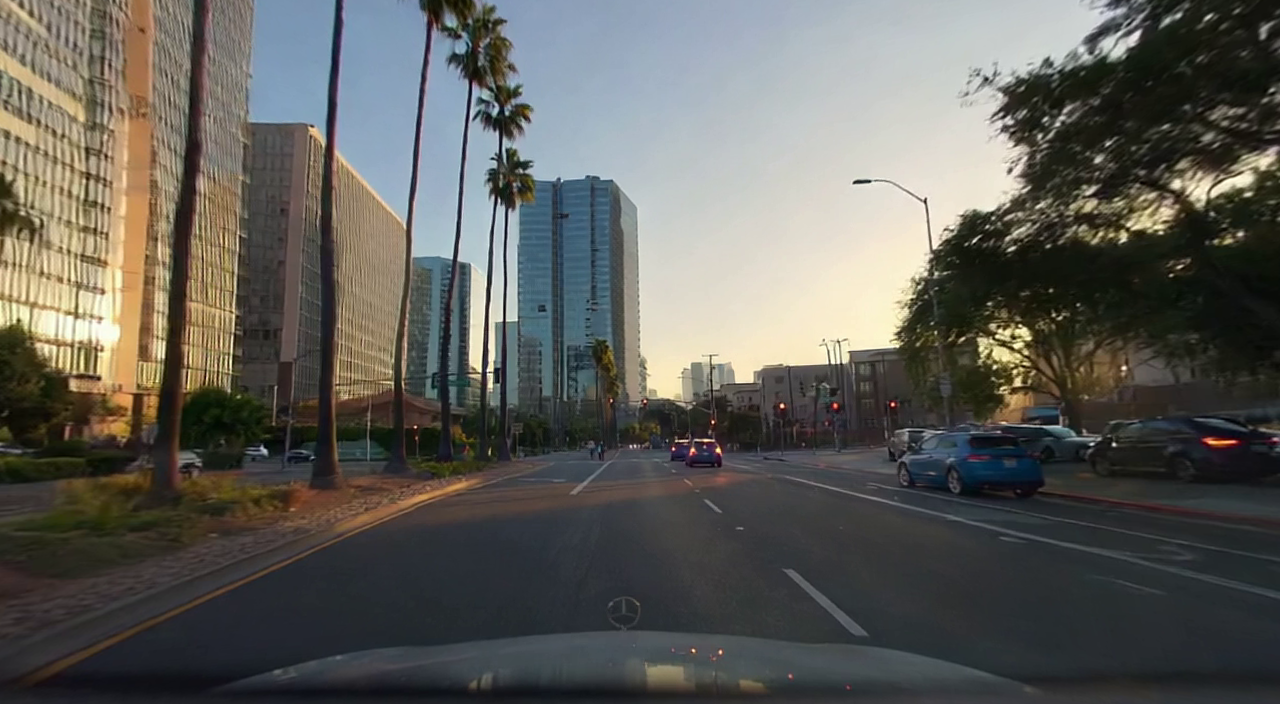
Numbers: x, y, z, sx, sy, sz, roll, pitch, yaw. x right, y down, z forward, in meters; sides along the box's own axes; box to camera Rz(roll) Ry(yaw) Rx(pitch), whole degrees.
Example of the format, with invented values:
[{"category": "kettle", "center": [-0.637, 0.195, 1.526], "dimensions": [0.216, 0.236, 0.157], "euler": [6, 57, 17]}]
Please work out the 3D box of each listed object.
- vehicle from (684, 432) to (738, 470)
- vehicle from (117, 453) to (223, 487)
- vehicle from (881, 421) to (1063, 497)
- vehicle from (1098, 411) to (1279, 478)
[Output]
[{"category": "vehicle", "center": [3.521, 5.015, 32.139], "dimensions": [2.060, 1.756, 4.770], "euler": [0, -9, -2]}, {"category": "vehicle", "center": [-23.651, 5.927, 32.059], "dimensions": [1.860, 1.485, 4.833], "euler": [0, -9, -4]}, {"category": "vehicle", "center": [8.626, 2.840, 17.108], "dimensions": [2.192, 1.725, 4.920], "euler": [0, -9, -1]}, {"category": "vehicle", "center": [16.052, 2.555, 17.505], "dimensions": [5.010, 1.723, 2.113], "euler": [0, -9, 0]}]
